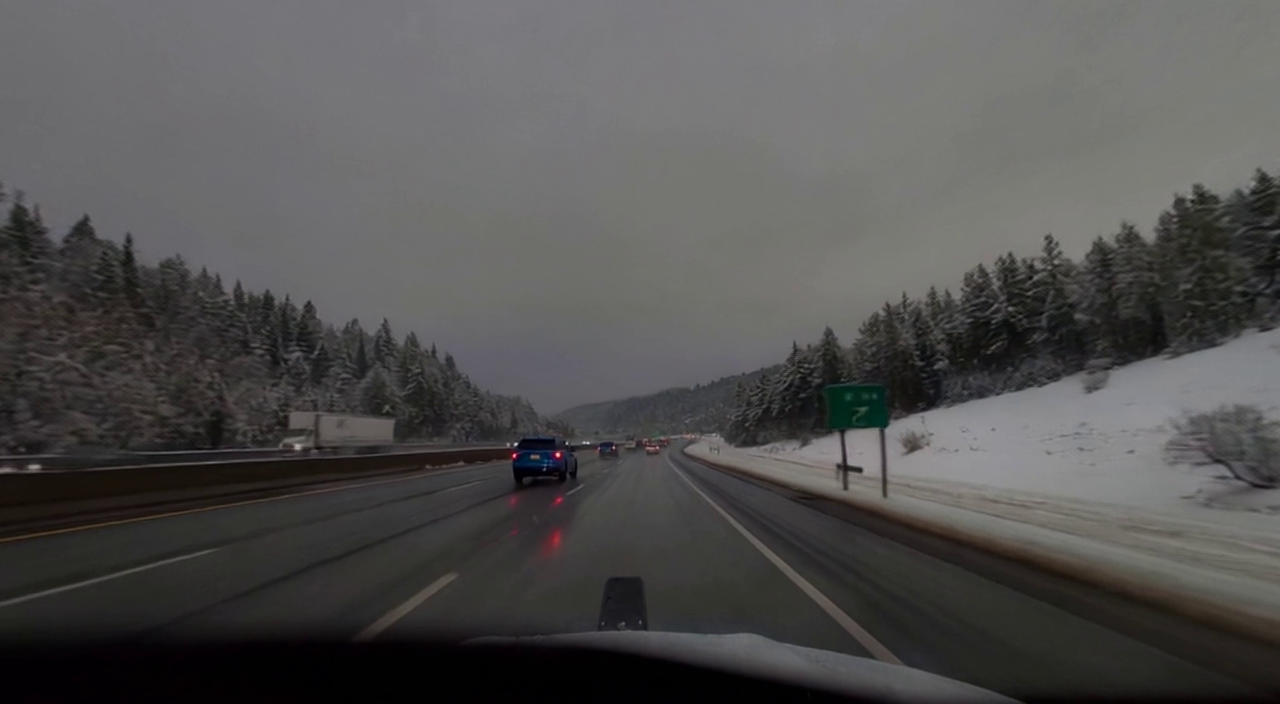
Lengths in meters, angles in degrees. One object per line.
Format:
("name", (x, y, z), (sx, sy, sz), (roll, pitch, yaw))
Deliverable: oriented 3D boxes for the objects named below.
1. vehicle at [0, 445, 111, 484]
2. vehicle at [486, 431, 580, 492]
("vehicle", (-24.584, 4.556, 25.880), (1.947, 1.470, 4.344), (0, -8, 1))
("vehicle", (-3.278, 3.476, 20.321), (2.138, 1.718, 4.415), (0, -8, 1))
